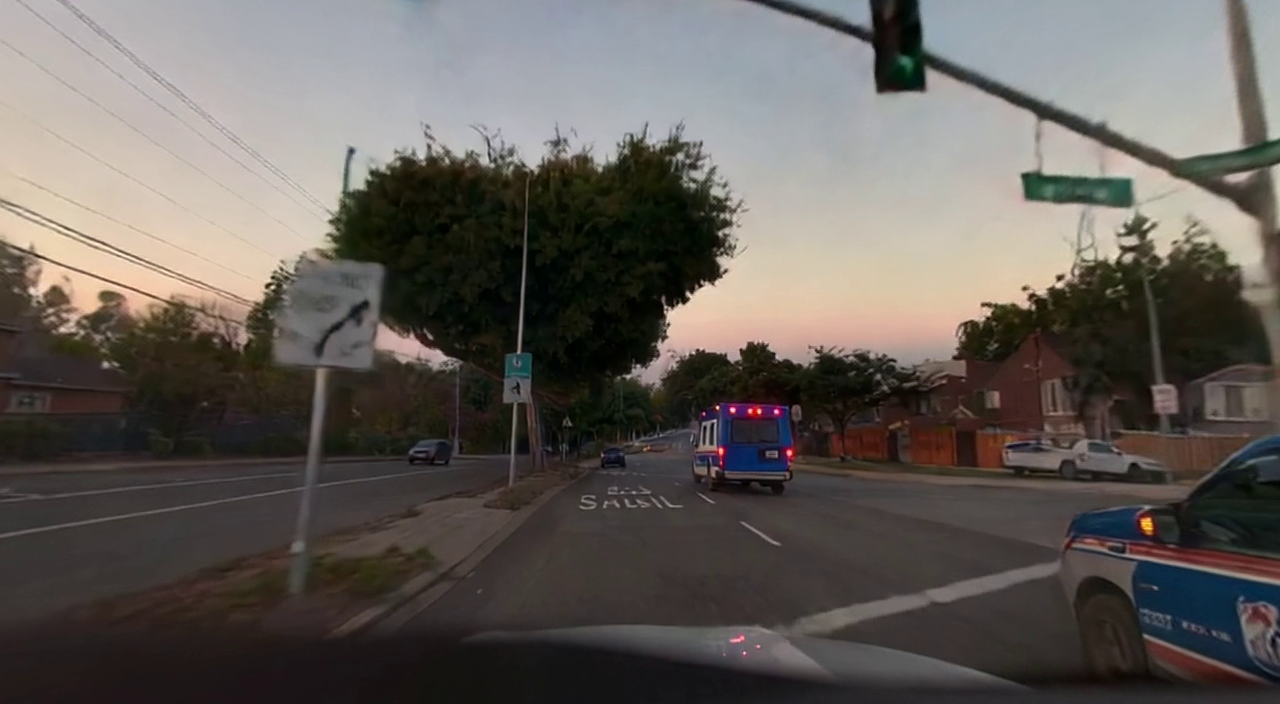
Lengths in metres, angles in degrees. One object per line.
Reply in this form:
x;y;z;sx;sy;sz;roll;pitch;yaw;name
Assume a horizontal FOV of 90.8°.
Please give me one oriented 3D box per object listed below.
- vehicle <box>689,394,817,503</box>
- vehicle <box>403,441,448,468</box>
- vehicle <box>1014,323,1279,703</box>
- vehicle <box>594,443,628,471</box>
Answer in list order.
3.016;2.775;18.514;2.406;2.687;5.521;0;-8;-4;vehicle
-15.073;7.171;44.617;1.909;1.705;4.126;1;-7;-2;vehicle
3.913;0.749;2.096;2.194;1.922;4.822;0;-8;-3;vehicle
-1.922;6.780;40.981;2.114;1.707;3.725;0;-8;-4;vehicle
